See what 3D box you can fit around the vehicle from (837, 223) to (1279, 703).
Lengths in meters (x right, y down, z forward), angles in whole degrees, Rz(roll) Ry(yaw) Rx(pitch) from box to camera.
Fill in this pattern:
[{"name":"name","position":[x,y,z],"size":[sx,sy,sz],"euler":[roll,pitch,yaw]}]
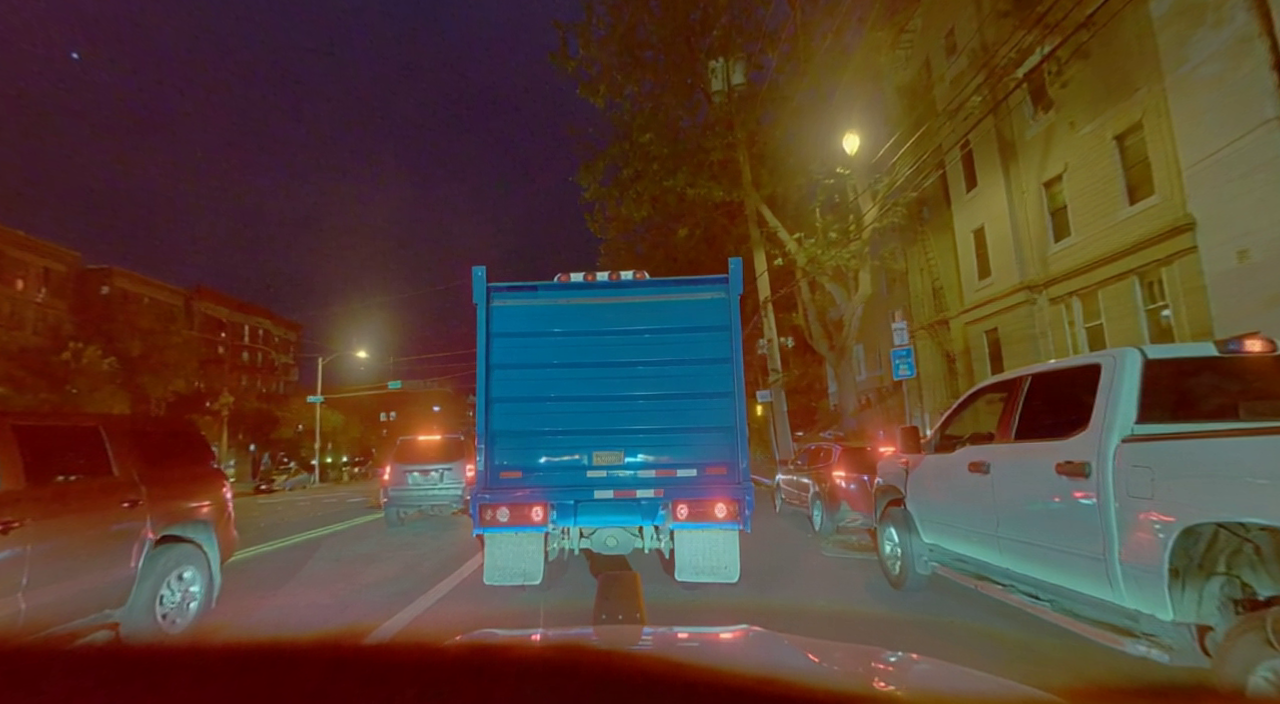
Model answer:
[{"name":"vehicle","position":[3.233,0.846,3.882],"size":[2.242,1.979,5.722],"euler":[0,-8,1]}]

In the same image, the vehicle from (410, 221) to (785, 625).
[{"name":"vehicle","position":[-0.232,1.104,9.147],"size":[2.878,3.204,8.244],"euler":[0,-8,1]}]

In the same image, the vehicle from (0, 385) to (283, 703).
[{"name":"vehicle","position":[-4.116,1.014,3.165],"size":[1.988,1.657,4.492],"euler":[0,-8,0]}]
